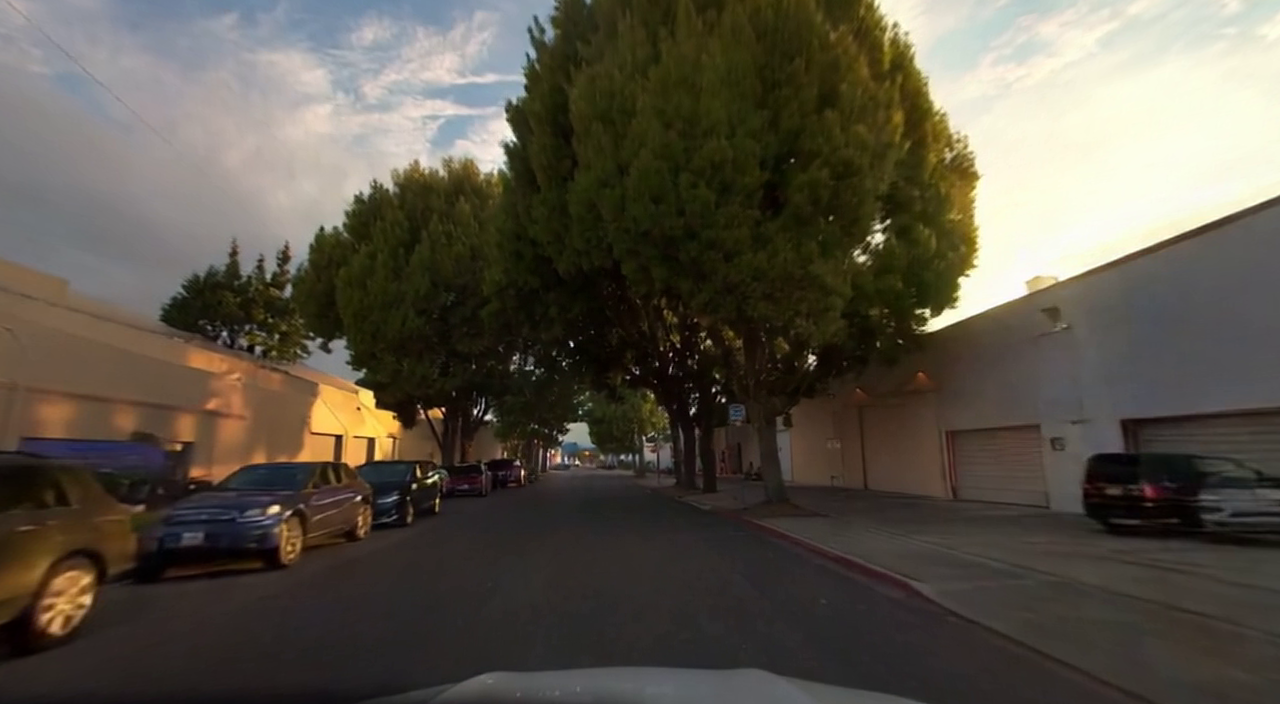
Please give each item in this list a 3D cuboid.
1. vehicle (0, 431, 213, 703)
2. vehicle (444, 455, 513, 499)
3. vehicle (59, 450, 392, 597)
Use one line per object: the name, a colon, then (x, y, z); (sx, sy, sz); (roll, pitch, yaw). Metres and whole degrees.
vehicle: (-4.852, 1.276, 3.631); (1.886, 1.640, 4.311); (2, -8, -3)
vehicle: (-6.499, 5.081, 25.811); (1.882, 1.606, 4.191); (1, -10, -3)
vehicle: (-5.274, 2.242, 9.017); (1.870, 1.510, 4.627); (1, -10, -4)
